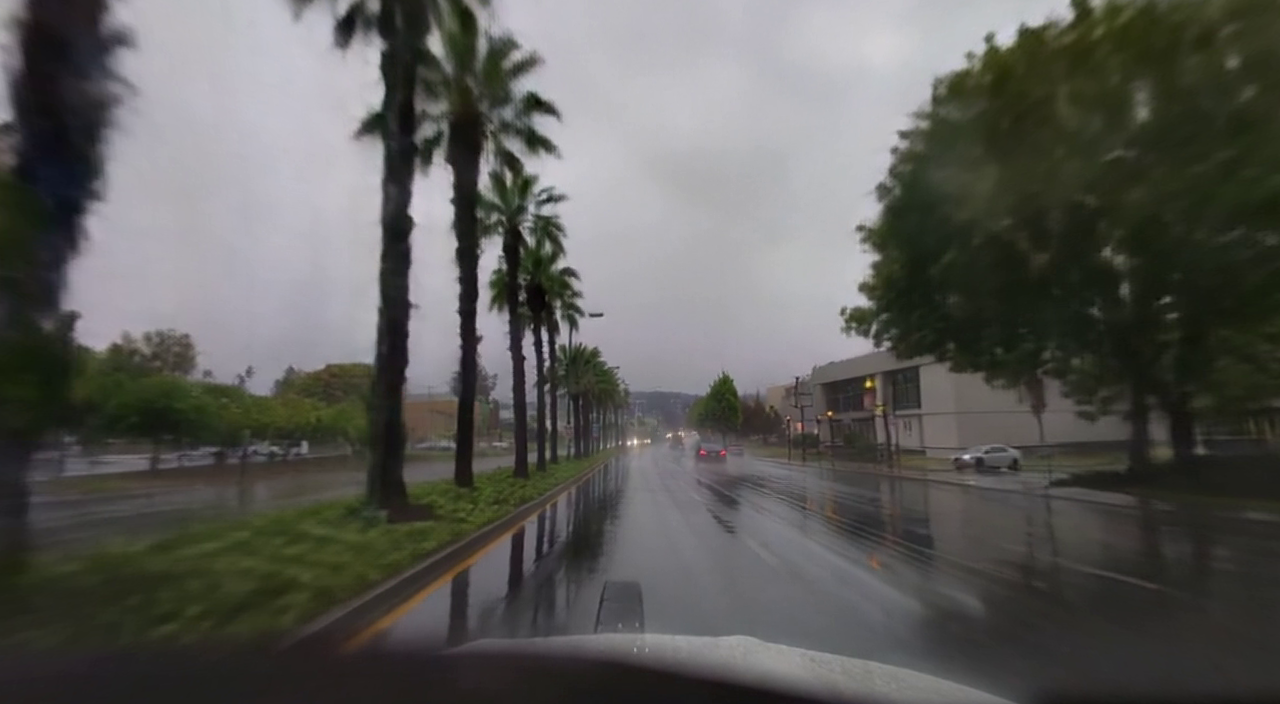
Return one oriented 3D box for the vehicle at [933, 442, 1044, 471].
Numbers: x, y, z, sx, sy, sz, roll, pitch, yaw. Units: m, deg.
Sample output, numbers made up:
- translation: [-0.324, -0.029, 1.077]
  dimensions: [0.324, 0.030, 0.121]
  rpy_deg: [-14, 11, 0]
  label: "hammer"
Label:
- translation: [17.724, 5.322, 32.147]
  dimensions: [4.526, 1.429, 1.815]
  rpy_deg: [0, -8, 2]
  label: "vehicle"
